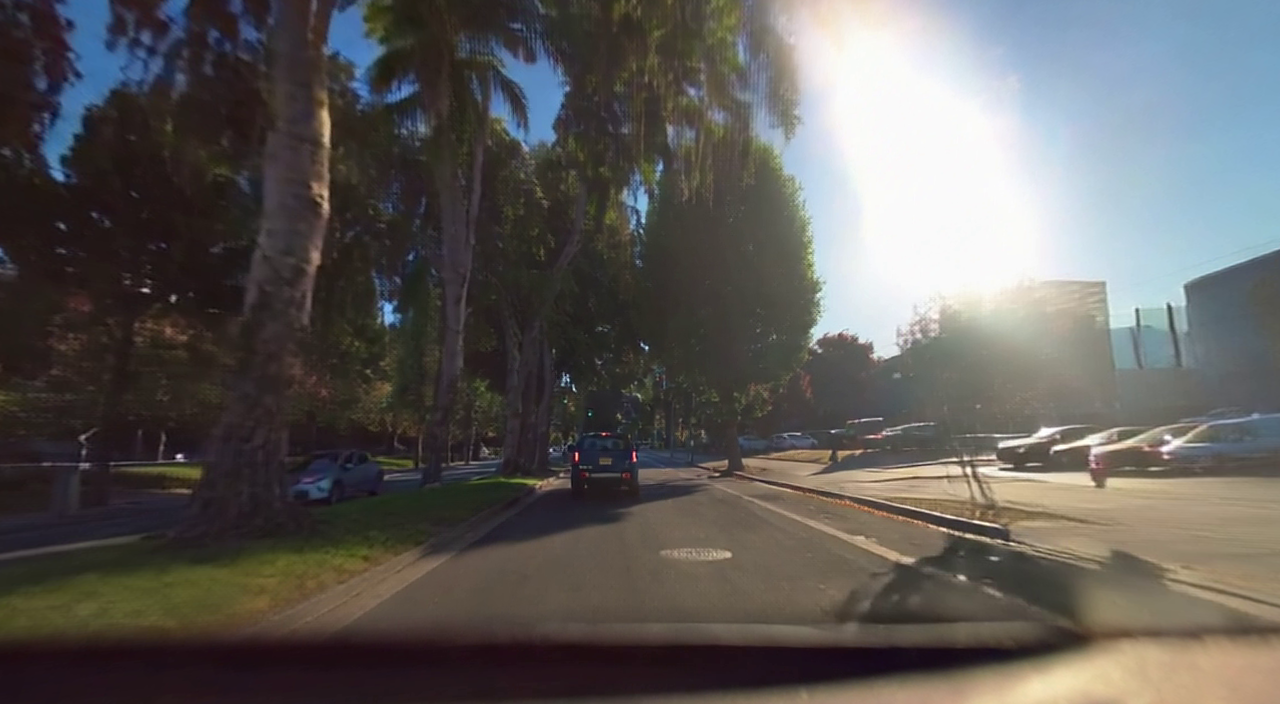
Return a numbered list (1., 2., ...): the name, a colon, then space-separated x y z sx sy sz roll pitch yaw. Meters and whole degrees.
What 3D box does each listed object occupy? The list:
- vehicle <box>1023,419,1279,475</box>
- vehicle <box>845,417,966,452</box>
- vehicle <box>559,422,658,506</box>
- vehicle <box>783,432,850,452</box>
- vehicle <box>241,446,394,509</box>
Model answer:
1. vehicle: 14.199 2.672 17.737 5.344 1.440 2.318 0 -8 2
2. vehicle: 12.845 4.053 30.797 4.788 1.625 2.319 0 -8 -3
3. vehicle: -0.747 2.871 16.782 2.157 1.816 5.804 0 -8 -1
4. vehicle: 12.492 6.395 44.864 4.090 1.433 1.983 0 -8 -1
5. vehicle: -8.826 3.419 17.861 2.027 1.493 4.707 0 -8 -3
